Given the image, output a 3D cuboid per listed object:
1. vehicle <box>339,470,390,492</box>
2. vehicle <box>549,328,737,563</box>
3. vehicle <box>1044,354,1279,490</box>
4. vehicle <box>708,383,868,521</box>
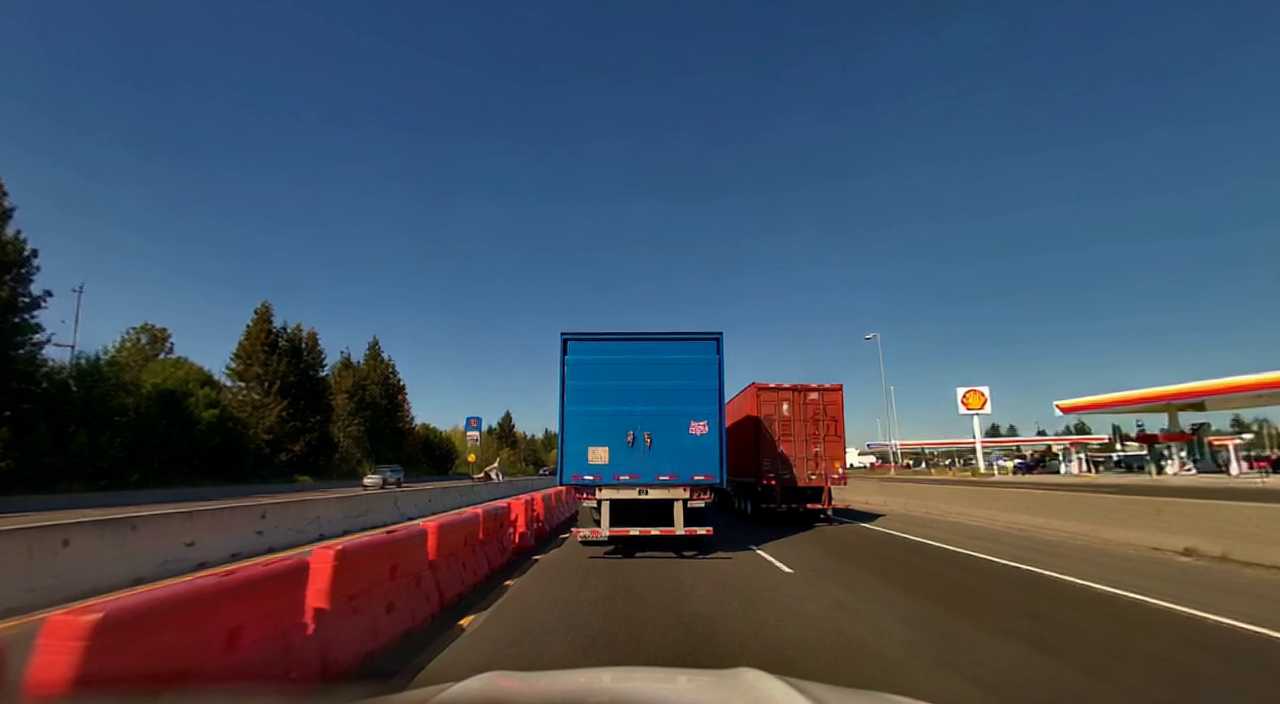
[{"bbox_3d":[-20.947,9.838,48.160,1.890,1.520,4.342,1,-10,0],"label":"vehicle"},{"bbox_3d":[0.008,2.073,13.323,2.618,3.306,8.676,1,-10,-1],"label":"vehicle"},{"bbox_3d":[20.827,2.911,23.326,2.771,4.075,13.513,1,-10,0],"label":"vehicle"},{"bbox_3d":[4.466,3.515,21.676,2.936,3.640,9.443,1,-10,-2],"label":"vehicle"}]
